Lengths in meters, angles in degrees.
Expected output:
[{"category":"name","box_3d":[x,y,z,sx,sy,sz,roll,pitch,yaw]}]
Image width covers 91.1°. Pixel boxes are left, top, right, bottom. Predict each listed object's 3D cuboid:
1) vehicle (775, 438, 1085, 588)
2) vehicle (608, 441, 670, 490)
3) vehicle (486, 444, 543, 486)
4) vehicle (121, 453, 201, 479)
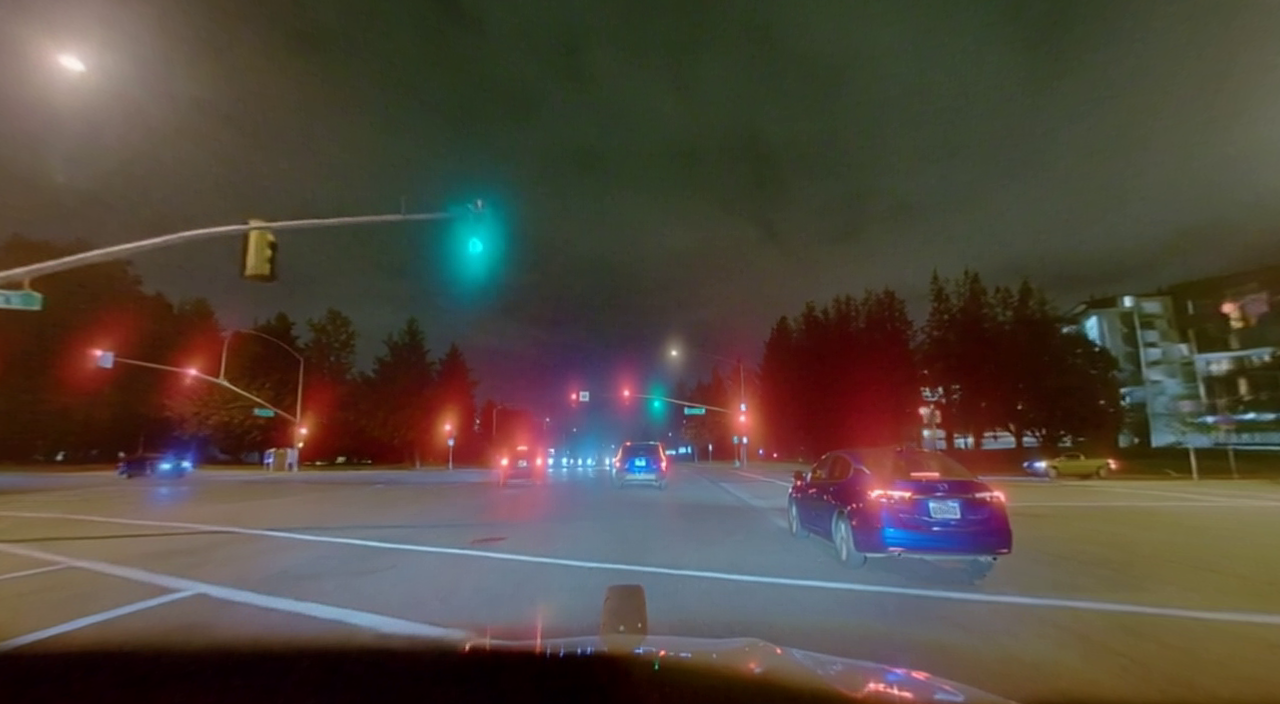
[{"category":"vehicle","box_3d":[3.377,1.941,8.562,2.056,1.468,4.520,0,-8,0]},{"category":"vehicle","box_3d":[-0.033,4.190,23.552,2.108,1.654,4.235,0,-8,0]},{"category":"vehicle","box_3d":[-5.477,4.803,26.994,1.987,1.633,4.005,2,-9,-17]},{"category":"vehicle","box_3d":[-31.458,7.446,41.220,4.422,1.605,1.955,-3,-9,20]}]
